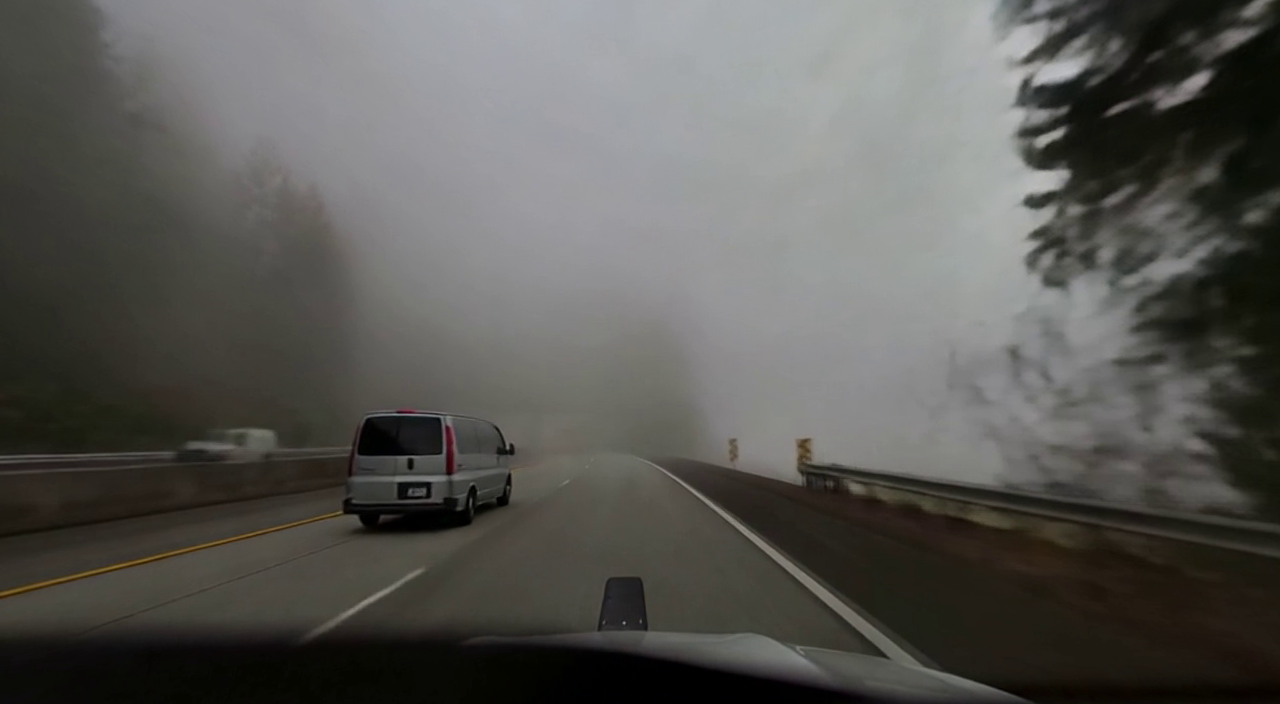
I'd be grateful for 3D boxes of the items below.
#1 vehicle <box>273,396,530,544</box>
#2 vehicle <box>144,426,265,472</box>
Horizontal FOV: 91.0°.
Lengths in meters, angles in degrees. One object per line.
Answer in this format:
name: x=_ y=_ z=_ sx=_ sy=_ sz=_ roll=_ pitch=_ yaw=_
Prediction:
vehicle: x=-3.507 y=1.882 z=10.683 sx=2.372 sy=1.891 sz=5.061 roll=0 pitch=-8 yaw=0
vehicle: x=-20.867 y=4.682 z=30.517 sx=2.128 sy=2.021 sz=5.330 roll=0 pitch=-8 yaw=-1
